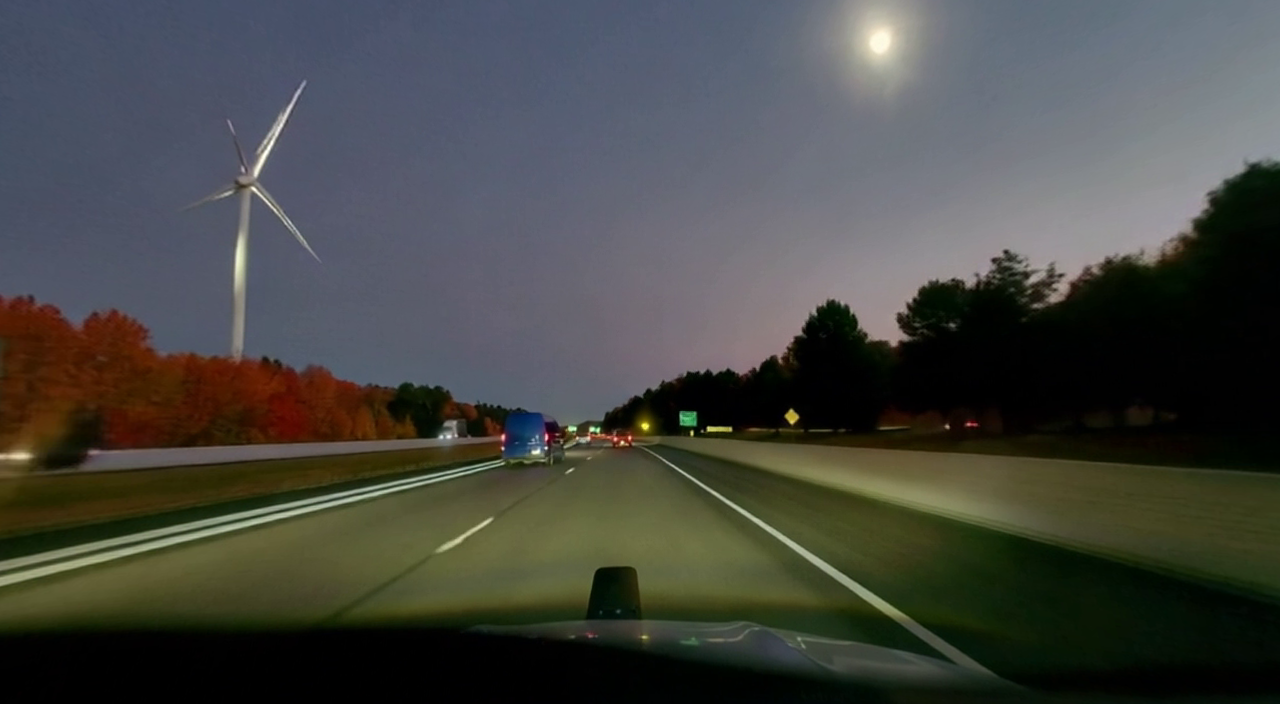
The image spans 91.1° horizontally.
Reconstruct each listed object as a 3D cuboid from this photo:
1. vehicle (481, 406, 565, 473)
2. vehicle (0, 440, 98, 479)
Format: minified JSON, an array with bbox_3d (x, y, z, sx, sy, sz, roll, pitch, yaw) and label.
[{"bbox_3d":[-4.346,3.374,24.348,2.303,2.323,5.089,0,-8,0],"label":"vehicle"},{"bbox_3d":[-28.702,5.040,29.865,1.866,1.653,4.484,0,-8,-1],"label":"vehicle"}]
